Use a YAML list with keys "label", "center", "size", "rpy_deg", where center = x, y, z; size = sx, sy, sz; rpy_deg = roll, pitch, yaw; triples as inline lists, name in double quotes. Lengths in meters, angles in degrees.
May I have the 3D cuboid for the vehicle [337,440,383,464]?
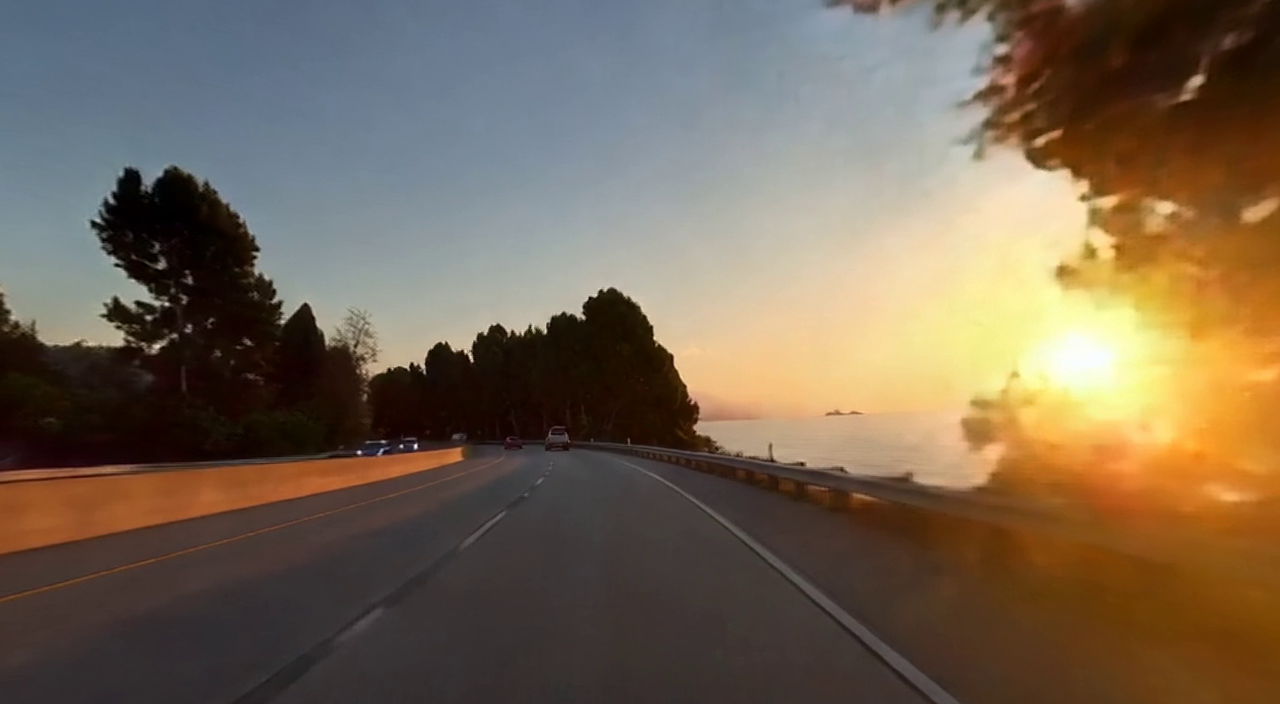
- label: "vehicle"
  center: [-19.839, 7.078, 44.876]
  size: [1.929, 1.611, 4.479]
  rpy_deg: [1, -8, -11]
